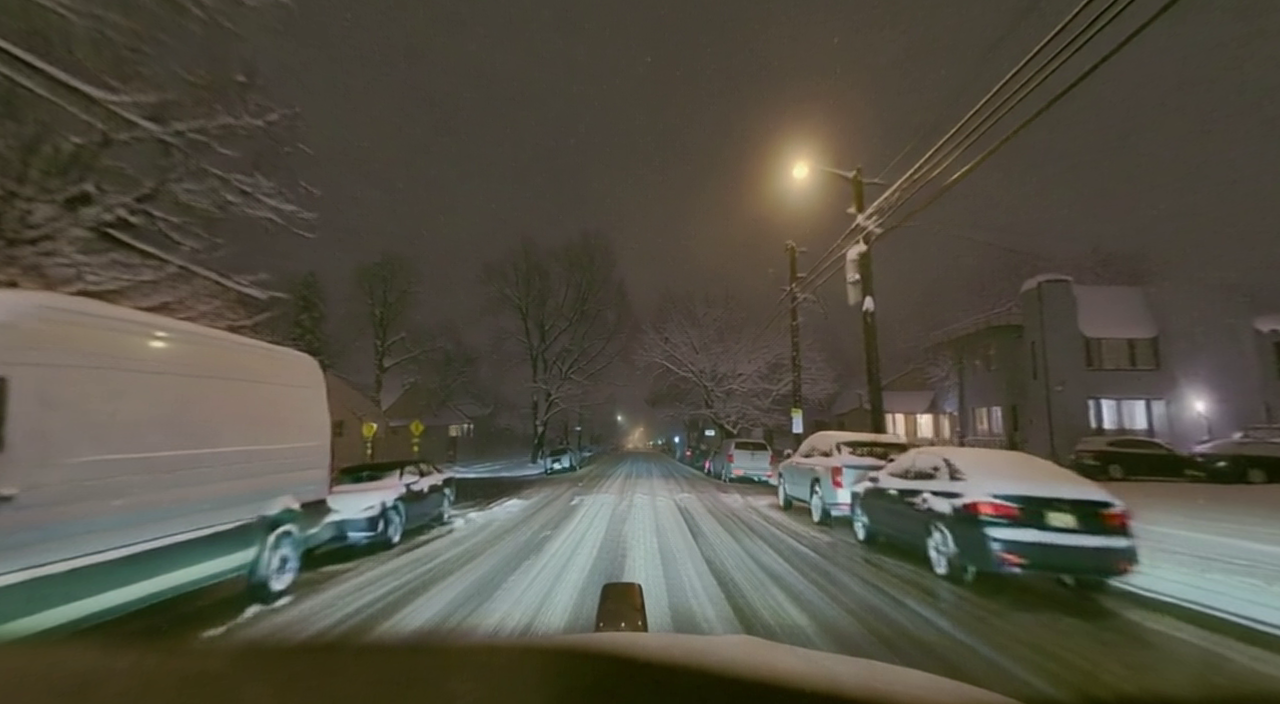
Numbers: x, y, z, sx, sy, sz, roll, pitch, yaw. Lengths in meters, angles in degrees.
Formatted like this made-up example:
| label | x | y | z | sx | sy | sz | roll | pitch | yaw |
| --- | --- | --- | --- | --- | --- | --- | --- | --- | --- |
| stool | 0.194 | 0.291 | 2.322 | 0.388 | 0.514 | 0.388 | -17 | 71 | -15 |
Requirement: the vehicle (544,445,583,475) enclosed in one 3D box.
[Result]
| label | x | y | z | sx | sy | sz | roll | pitch | yaw |
| --- | --- | --- | --- | --- | --- | --- | --- | --- | --- |
| vehicle | -4.432 | 6.296 | 36.932 | 1.870 | 1.562 | 4.212 | -3 | -8 | -2 |

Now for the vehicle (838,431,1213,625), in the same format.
| label | x | y | z | sx | sy | sz | roll | pitch | yaw |
| --- | --- | --- | --- | --- | --- | --- | --- | --- | --- |
| vehicle | 4.030 | 1.847 | 7.692 | 1.839 | 1.520 | 4.498 | 3 | -8 | 1 |

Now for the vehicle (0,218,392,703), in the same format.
| label | x | y | z | sx | sy | sz | roll | pitch | yaw |
| --- | --- | --- | --- | --- | --- | --- | --- | --- | --- |
| vehicle | -4.399 | 0.893 | 4.596 | 2.470 | 2.613 | 5.989 | -4 | -9 | 4 |

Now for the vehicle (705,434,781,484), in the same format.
| label | x | y | z | sx | sy | sz | roll | pitch | yaw |
| --- | --- | --- | --- | --- | --- | --- | --- | --- | --- |
| vehicle | 4.162 | 4.454 | 26.417 | 2.215 | 1.897 | 5.131 | 0 | -9 | -1 |
